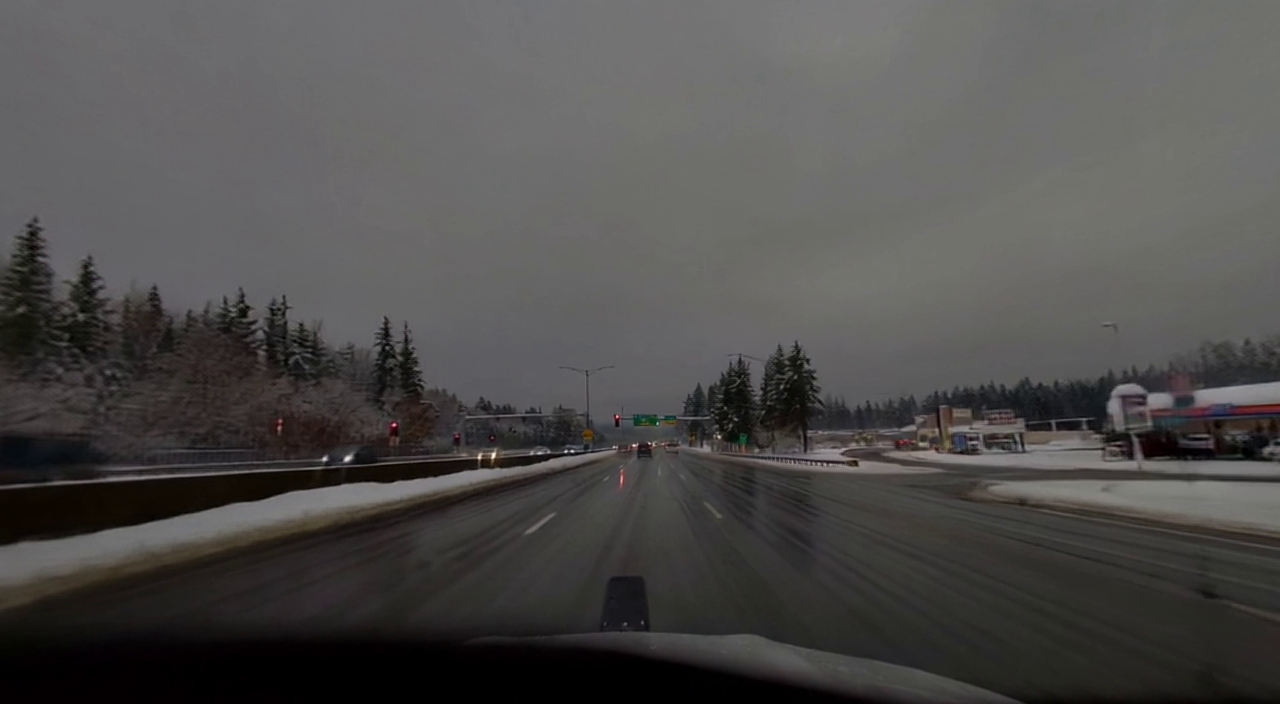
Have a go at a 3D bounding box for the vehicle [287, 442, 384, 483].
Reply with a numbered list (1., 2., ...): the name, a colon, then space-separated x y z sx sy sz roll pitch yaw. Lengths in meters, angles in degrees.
1. vehicle: -13.622 4.947 28.521 2.078 1.684 4.505 0 -8 1
